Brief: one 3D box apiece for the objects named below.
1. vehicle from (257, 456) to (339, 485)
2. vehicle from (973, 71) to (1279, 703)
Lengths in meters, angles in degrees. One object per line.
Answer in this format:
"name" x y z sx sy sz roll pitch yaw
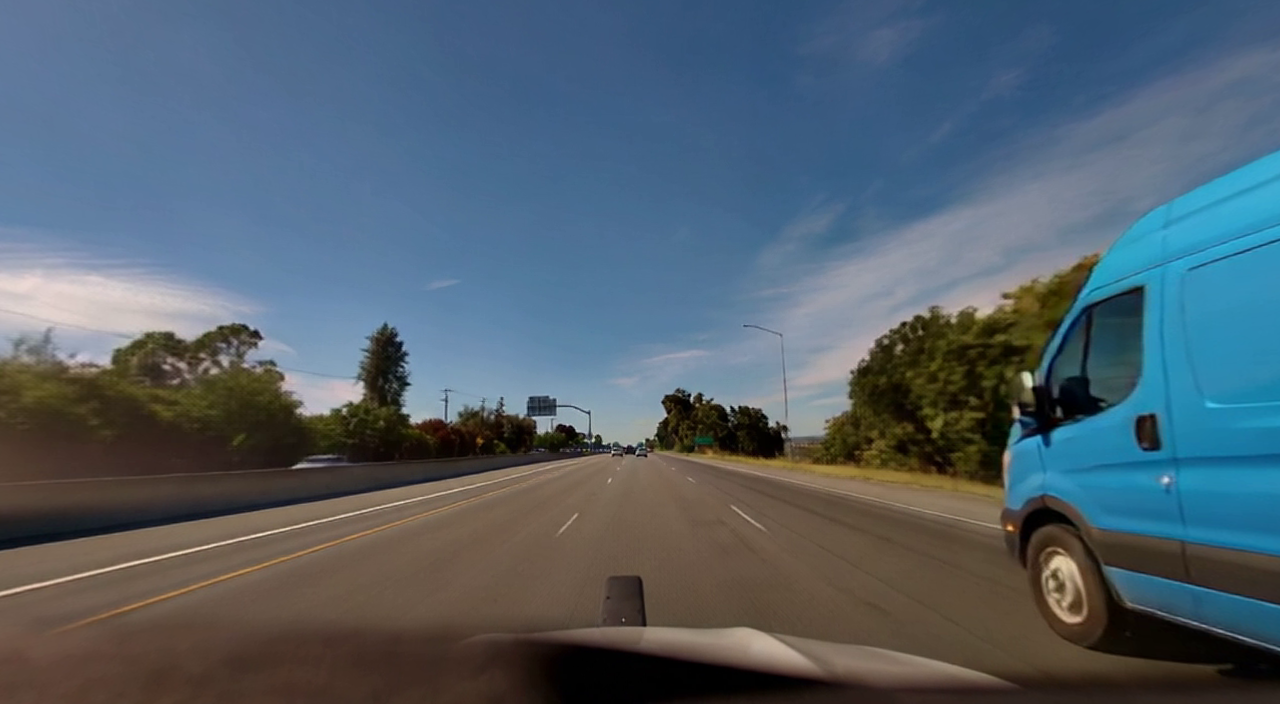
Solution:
"vehicle" -19.348 6.691 35.902 2.011 1.496 4.719 0 -9 0
"vehicle" 3.939 0.056 1.449 2.527 2.809 6.831 0 -9 0
